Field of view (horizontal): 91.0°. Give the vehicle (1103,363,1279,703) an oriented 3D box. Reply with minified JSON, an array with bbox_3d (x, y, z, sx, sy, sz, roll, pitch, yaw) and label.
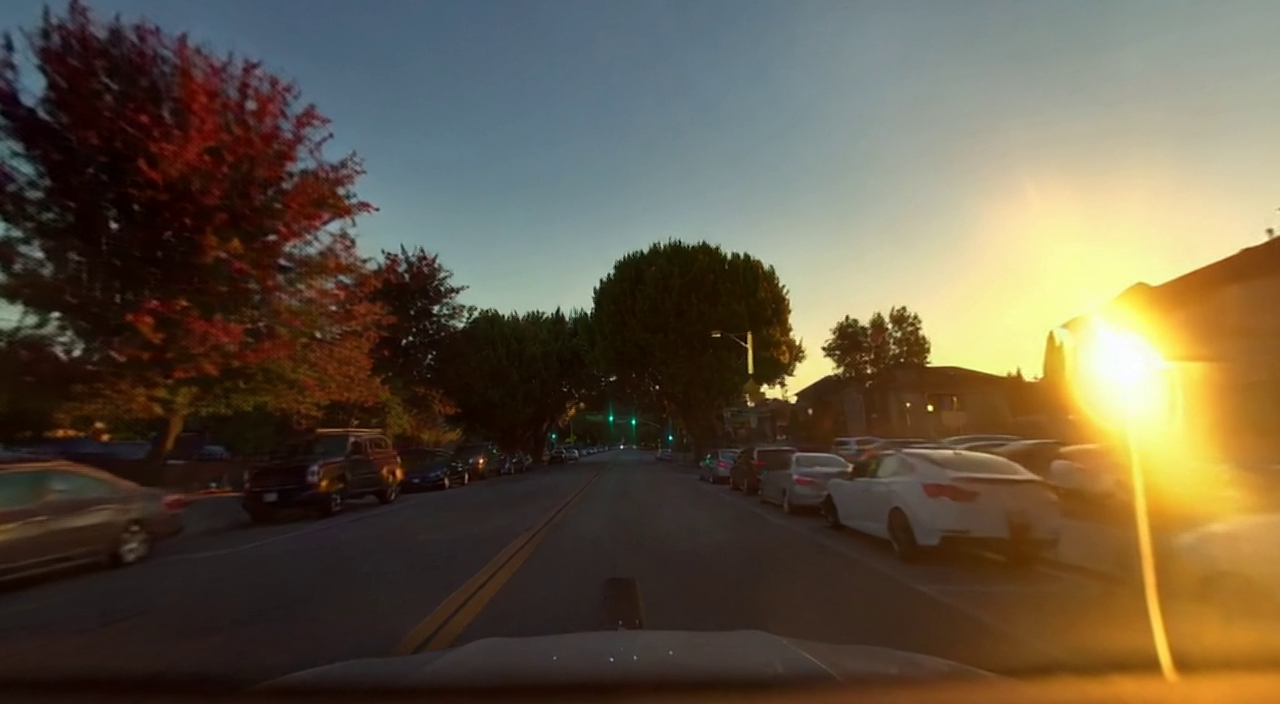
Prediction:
[{"bbox_3d":[4.259,0.757,1.836,2.071,1.781,4.737,0,-9,-2],"label":"vehicle"}]

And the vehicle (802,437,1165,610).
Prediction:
[{"bbox_3d":[3.715,1.904,8.044,2.009,1.547,4.574,0,-9,-1],"label":"vehicle"}]

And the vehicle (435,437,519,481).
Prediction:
[{"bbox_3d":[-7.933,5.281,31.366,2.613,1.959,5.843,0,-9,0],"label":"vehicle"}]

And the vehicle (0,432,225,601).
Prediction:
[{"bbox_3d":[-7.423,1.787,7.232,2.055,1.663,4.889,0,-9,-2],"label":"vehicle"}]

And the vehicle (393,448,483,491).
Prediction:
[{"bbox_3d":[-7.760,4.552,24.735,2.057,1.486,4.759,0,-9,-1],"label":"vehicle"}]

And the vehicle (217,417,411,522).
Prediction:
[{"bbox_3d":[-7.783,2.851,15.856,2.146,2.167,5.339,0,-9,-2],"label":"vehicle"}]
